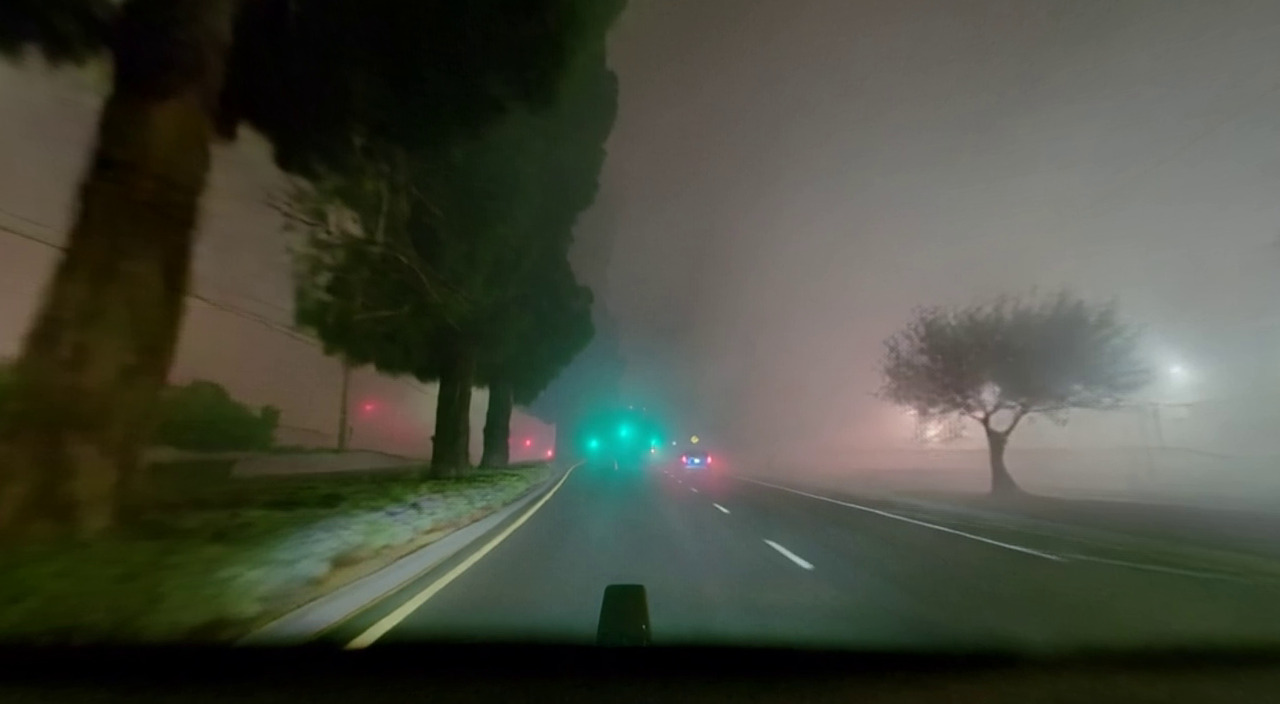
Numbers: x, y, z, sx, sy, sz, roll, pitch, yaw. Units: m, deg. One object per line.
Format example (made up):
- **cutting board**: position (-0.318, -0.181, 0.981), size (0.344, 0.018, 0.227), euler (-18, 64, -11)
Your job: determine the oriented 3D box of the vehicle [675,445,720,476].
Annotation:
- **vehicle**: position (3.462, 6.576, 38.564), size (2.240, 1.781, 4.433), euler (0, -8, -1)
